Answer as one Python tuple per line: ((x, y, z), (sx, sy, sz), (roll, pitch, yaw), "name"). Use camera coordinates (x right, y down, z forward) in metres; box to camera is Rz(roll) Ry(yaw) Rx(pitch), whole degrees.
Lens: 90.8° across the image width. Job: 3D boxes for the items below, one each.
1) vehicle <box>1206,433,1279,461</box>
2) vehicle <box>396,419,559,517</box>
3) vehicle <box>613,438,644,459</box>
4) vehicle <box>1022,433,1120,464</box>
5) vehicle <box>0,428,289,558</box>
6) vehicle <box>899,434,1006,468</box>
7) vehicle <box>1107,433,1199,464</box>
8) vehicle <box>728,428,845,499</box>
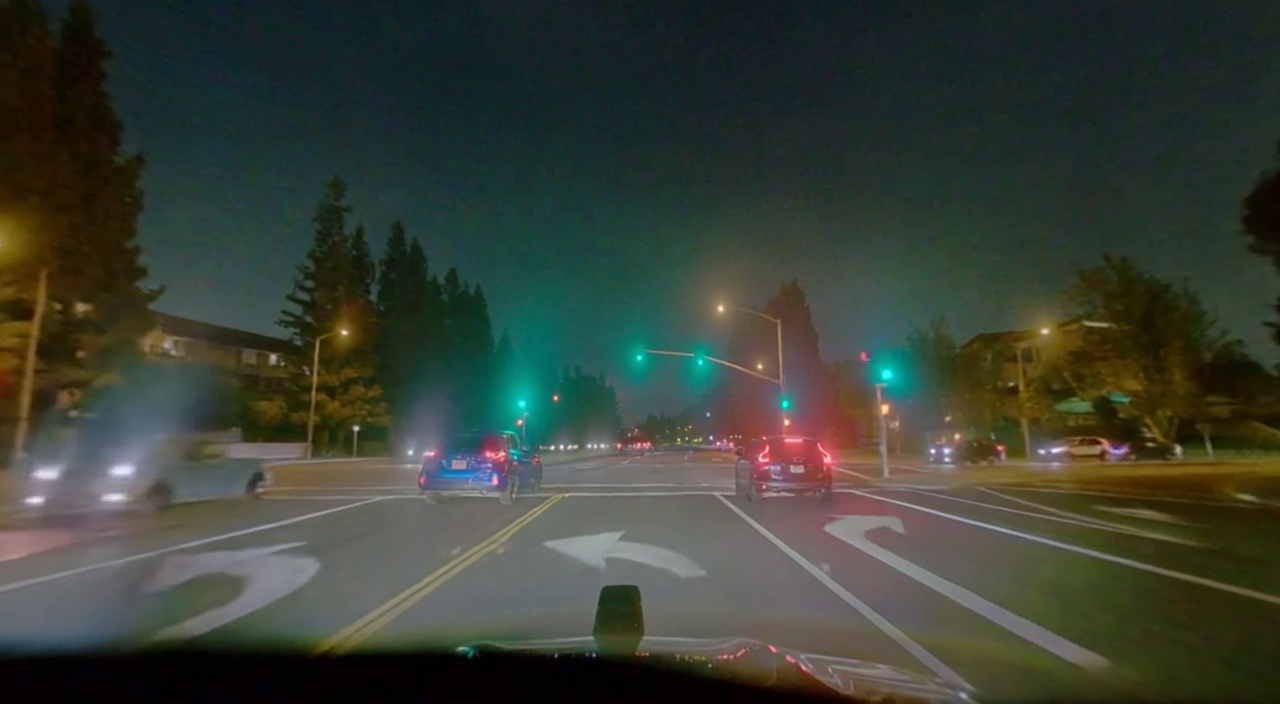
((39.576, 6.168, 40.989), (4.662, 1.700, 1.985), (2, -9, -18), "vehicle")
((-3.124, 2.343, 13.334), (2.045, 1.688, 4.632), (-1, -8, 2), "vehicle")
((-0.863, 7.576, 49.695), (1.988, 1.569, 4.202), (-1, -8, 4), "vehicle")
((24.696, 5.515, 36.239), (4.479, 1.652, 2.174), (2, -8, -17), "vehicle")
((-7.517, 1.942, 9.567), (1.999, 1.465, 4.640), (0, -8, -4), "vehicle")
((16.854, 5.323, 34.091), (4.922, 1.630, 2.094), (1, -8, -16), "vehicle")
((31.208, 5.863, 38.477), (4.524, 1.765, 2.086), (2, -9, -18), "vehicle")
((3.788, 2.958, 17.230), (2.132, 1.659, 4.387), (0, -8, 0), "vehicle")
